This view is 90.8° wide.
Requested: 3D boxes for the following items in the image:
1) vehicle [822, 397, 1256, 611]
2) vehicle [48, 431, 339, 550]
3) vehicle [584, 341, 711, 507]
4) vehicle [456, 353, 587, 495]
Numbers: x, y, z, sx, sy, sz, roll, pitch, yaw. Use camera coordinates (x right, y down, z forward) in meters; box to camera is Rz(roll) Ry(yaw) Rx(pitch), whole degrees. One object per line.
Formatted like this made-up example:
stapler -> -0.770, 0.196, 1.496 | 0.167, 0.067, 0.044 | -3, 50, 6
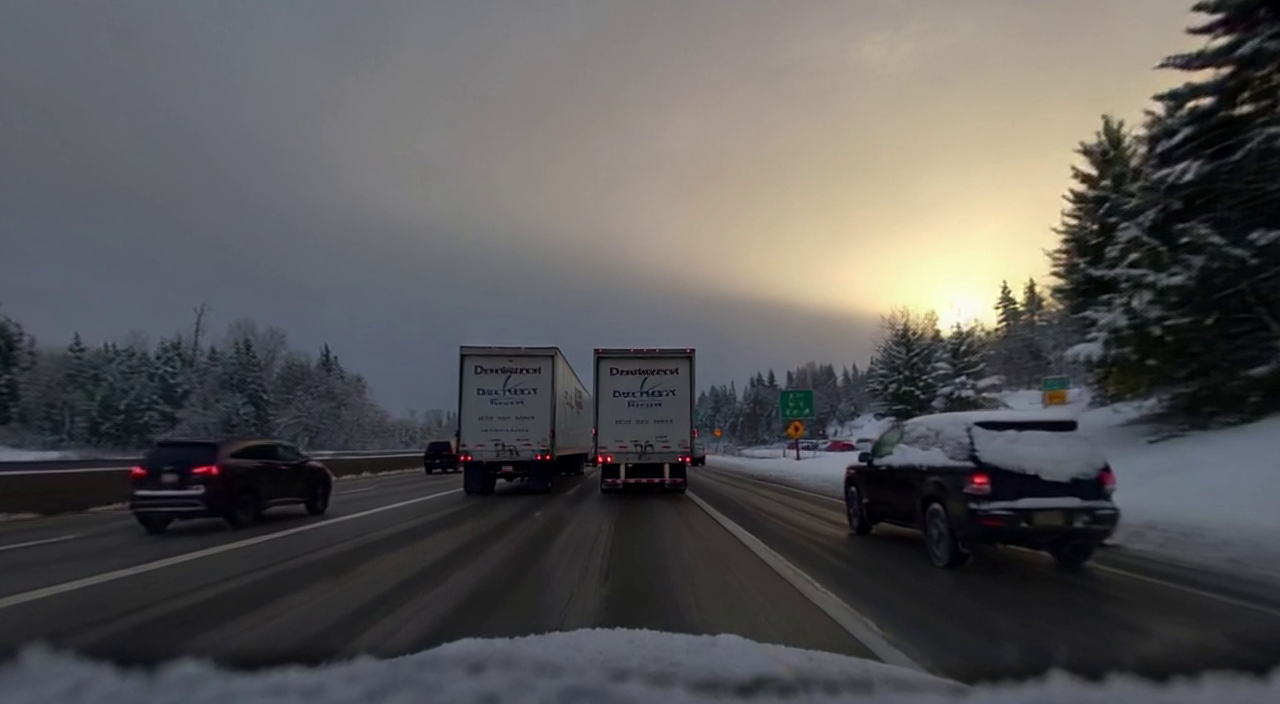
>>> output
vehicle -> 4.002, 1.610, 7.647 | 2.136, 1.753, 4.644 | 0, -9, -1
vehicle -> -7.536, 2.342, 11.408 | 2.017, 1.694, 4.420 | 0, -9, -1
vehicle -> 0.051, 2.366, 19.549 | 2.910, 3.828, 9.805 | 0, -9, -1
vehicle -> -3.896, 2.913, 24.031 | 2.888, 4.154, 10.960 | 0, -9, 0
